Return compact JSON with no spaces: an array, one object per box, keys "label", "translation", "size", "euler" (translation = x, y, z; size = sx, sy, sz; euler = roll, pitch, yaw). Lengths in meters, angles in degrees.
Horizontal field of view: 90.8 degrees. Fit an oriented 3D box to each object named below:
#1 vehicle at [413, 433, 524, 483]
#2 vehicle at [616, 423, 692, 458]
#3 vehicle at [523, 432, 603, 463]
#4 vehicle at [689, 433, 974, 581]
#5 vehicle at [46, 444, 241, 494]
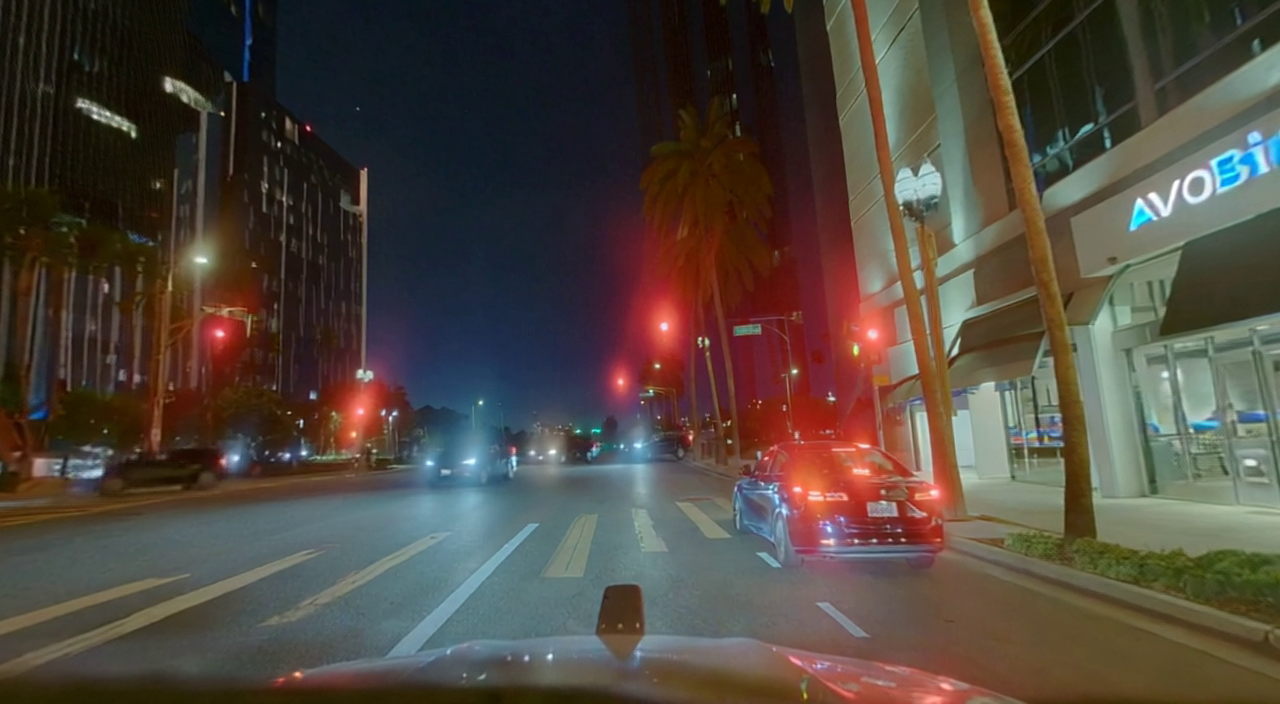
[{"label":"vehicle","translation":[-5.585,3.513,21.206],"size":[2.052,1.478,4.395],"euler":[-1,-8,7]},{"label":"vehicle","translation":[0.962,5.461,38.998],"size":[2.190,1.964,5.614],"euler":[-5,-10,30]},{"label":"vehicle","translation":[-4.725,5.941,39.481],"size":[2.029,1.822,5.090],"euler":[-6,-10,35]},{"label":"vehicle","translation":[2.169,1.920,8.862],"size":[2.090,1.466,4.676],"euler":[1,-8,-7]},{"label":"vehicle","translation":[-16.819,3.919,21.674],"size":[1.896,1.492,4.808],"euler":[-6,-10,35]}]
